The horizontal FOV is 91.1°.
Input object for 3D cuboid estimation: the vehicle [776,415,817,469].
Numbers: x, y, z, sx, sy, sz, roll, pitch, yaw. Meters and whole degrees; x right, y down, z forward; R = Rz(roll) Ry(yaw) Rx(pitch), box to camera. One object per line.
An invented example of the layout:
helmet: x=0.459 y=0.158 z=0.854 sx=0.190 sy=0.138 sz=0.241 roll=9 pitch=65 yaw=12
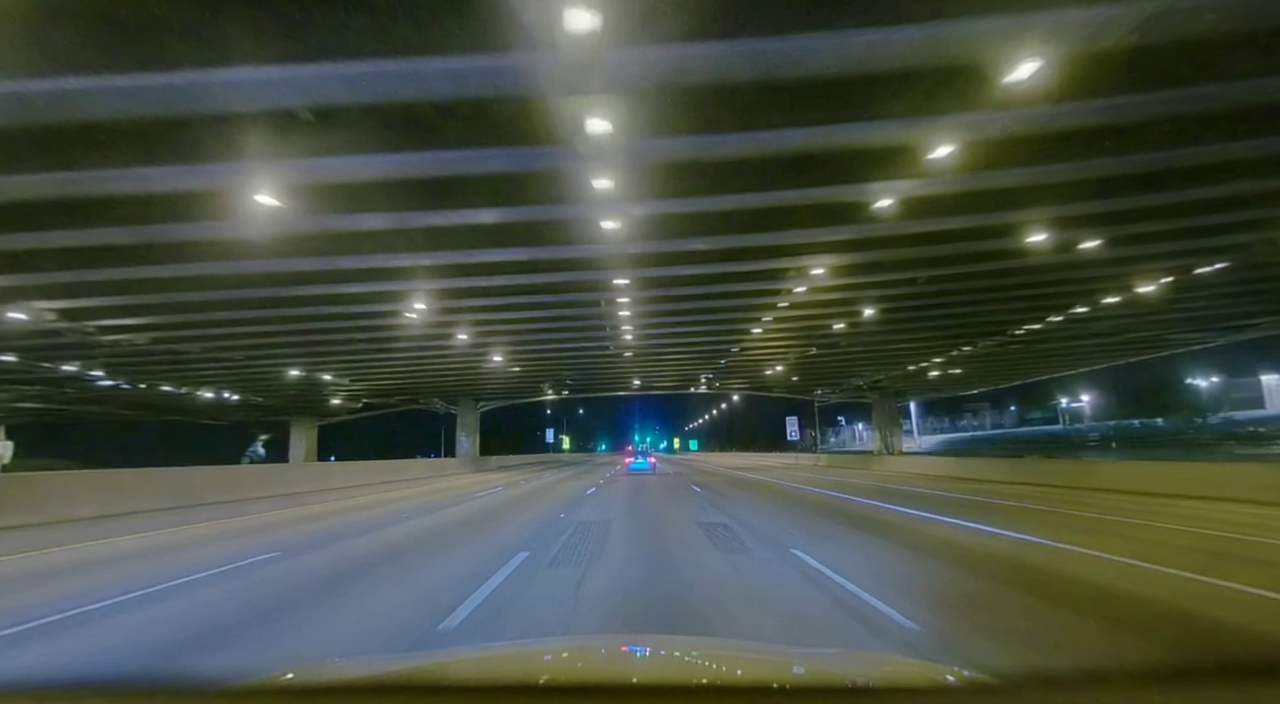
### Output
vehicle: x=11.056 y=6.414 z=44.546 sx=2.135 sy=3.652 sz=2.845 roll=-1 pitch=-9 yaw=2

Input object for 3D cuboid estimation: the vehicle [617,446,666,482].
vehicle: x=-0.007 y=5.067 z=28.813 sx=2.055 sy=1.501 sz=4.321 roll=0 pitch=-9 yaw=-2
